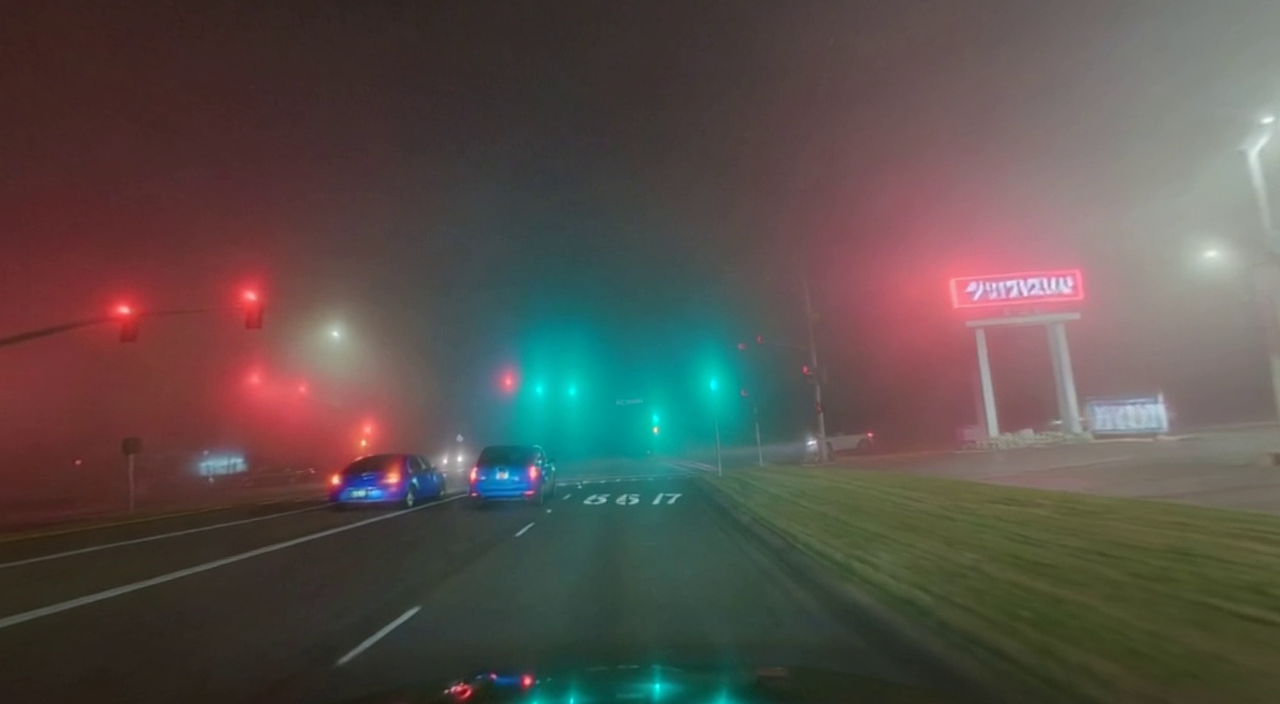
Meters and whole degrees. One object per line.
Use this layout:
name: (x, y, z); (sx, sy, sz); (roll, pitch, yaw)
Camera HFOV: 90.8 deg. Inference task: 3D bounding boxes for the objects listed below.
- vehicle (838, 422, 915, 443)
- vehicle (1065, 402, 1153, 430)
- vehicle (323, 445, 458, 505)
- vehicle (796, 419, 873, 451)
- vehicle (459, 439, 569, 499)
vehicle: (16.985, 5.819, 45.432); (4.712, 1.466, 1.962); (0, -9, -1)
vehicle: (33.849, 4.644, 45.690); (4.630, 1.824, 2.031); (0, -9, -1)
vehicle: (-6.696, 3.348, 17.538); (1.966, 1.439, 4.161); (0, -9, 2)
vehicle: (12.941, 5.559, 42.213); (4.428, 1.501, 1.884); (-7, -9, -2)
vehicle: (-3.358, 3.262, 17.938); (2.054, 1.449, 4.772); (0, -9, 1)
